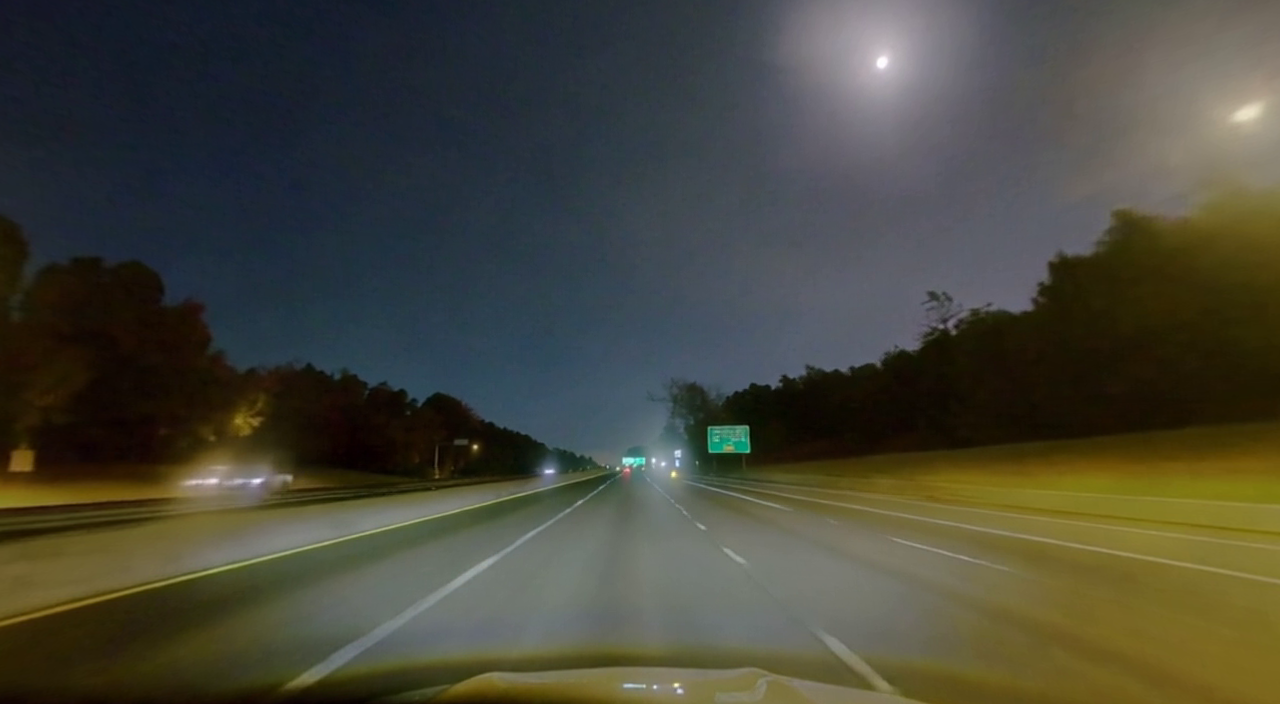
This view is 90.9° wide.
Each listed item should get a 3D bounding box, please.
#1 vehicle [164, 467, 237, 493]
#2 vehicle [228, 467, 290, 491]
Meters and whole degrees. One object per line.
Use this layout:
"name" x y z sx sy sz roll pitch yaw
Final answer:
"vehicle" -30.487 8.848 43.848 1.904 1.675 4.320 1 -10 0
"vehicle" -26.128 8.720 43.320 1.823 1.534 3.726 1 -10 1
